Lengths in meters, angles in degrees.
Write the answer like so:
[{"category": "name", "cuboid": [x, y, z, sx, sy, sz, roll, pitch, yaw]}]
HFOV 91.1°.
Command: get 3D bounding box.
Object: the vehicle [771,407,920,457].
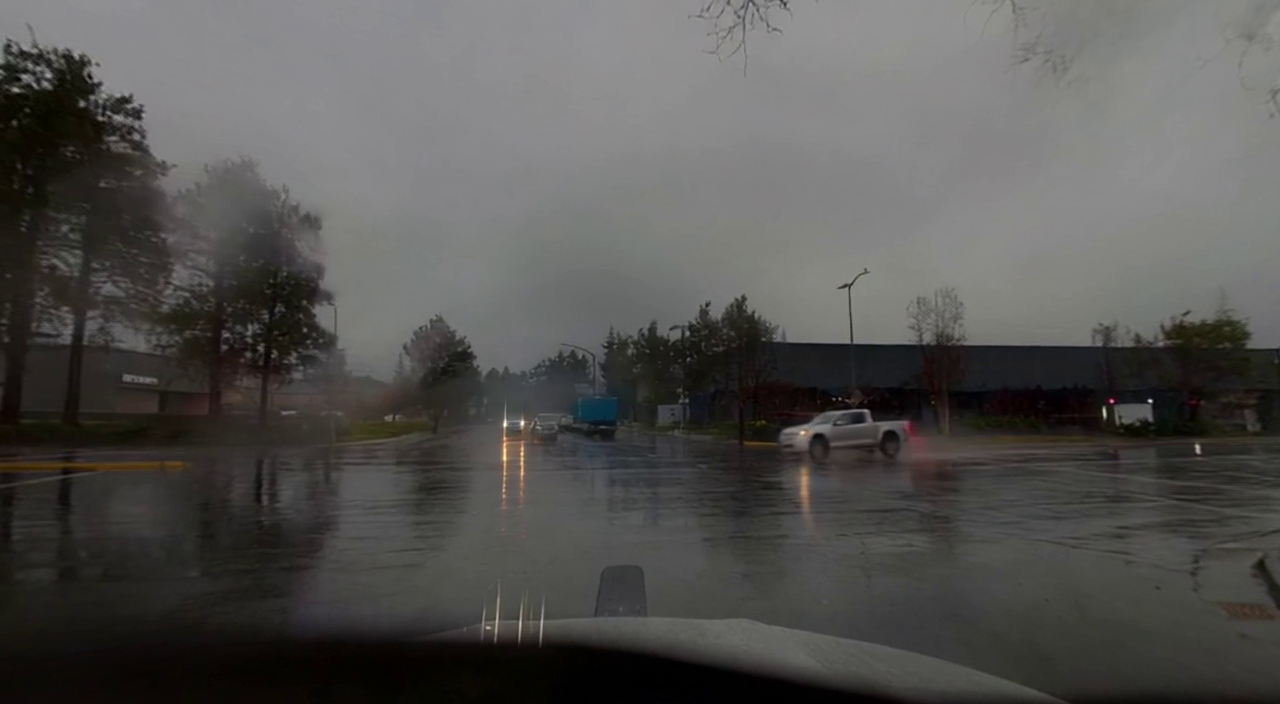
[{"category": "vehicle", "cuboid": [8.079, 3.191, 24.788, 5.333, 1.837, 2.124, 3, -9, -20]}]
